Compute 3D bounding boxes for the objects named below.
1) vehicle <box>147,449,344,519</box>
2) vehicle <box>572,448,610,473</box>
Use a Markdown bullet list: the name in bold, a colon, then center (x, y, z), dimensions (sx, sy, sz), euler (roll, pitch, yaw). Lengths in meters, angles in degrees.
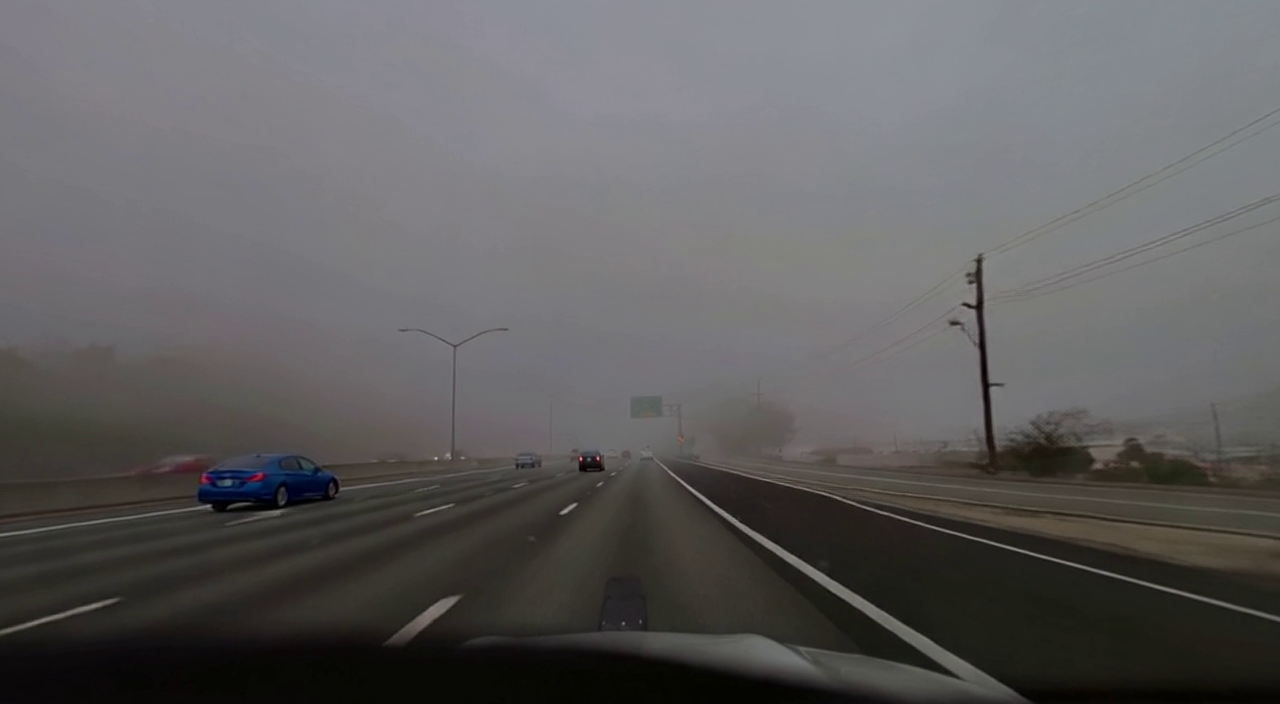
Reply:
- **vehicle**: center (-10.008, 3.338, 16.615), dimensions (2.002, 1.526, 4.822), euler (-1, -9, 1)
- **vehicle**: center (-3.158, 7.062, 41.258), dimensions (2.050, 1.479, 4.342), euler (0, -9, 1)
